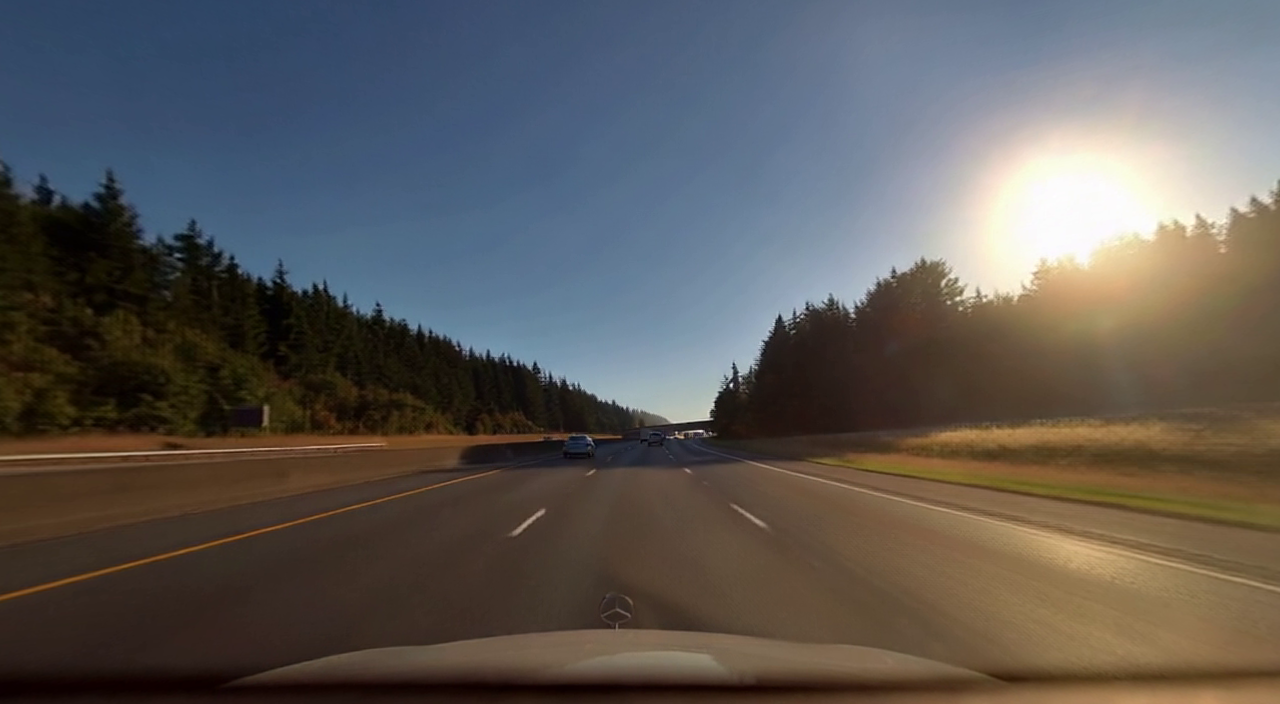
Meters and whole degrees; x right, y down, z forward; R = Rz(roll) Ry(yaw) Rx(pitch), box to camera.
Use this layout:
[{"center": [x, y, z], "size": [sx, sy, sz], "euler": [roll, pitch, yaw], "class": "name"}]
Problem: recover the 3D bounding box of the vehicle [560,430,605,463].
[{"center": [-3.088, 5.163, 34.660], "size": [2.084, 1.654, 4.080], "euler": [0, -8, 0], "class": "vehicle"}]
